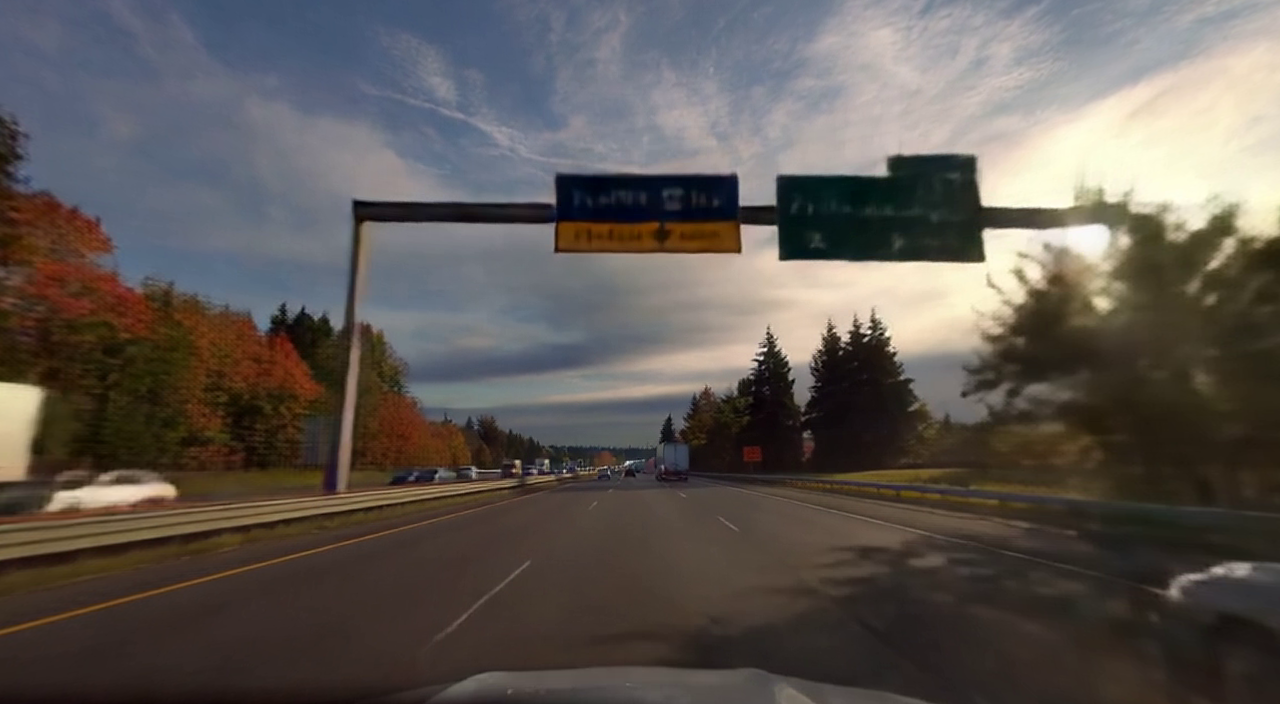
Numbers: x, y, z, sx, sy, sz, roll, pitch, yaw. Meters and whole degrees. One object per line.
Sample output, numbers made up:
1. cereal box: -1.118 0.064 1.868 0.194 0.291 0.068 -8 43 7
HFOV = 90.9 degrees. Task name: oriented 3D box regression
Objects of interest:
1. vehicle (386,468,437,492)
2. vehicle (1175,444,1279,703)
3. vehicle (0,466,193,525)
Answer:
1. vehicle: -15.647 8.783 43.388 1.822 1.490 4.560 1 -11 0
2. vehicle: 4.120 0.876 1.278 2.051 1.472 4.547 1 -11 0
3. vehicle: -15.494 4.031 18.135 1.901 1.453 4.530 1 -11 0
